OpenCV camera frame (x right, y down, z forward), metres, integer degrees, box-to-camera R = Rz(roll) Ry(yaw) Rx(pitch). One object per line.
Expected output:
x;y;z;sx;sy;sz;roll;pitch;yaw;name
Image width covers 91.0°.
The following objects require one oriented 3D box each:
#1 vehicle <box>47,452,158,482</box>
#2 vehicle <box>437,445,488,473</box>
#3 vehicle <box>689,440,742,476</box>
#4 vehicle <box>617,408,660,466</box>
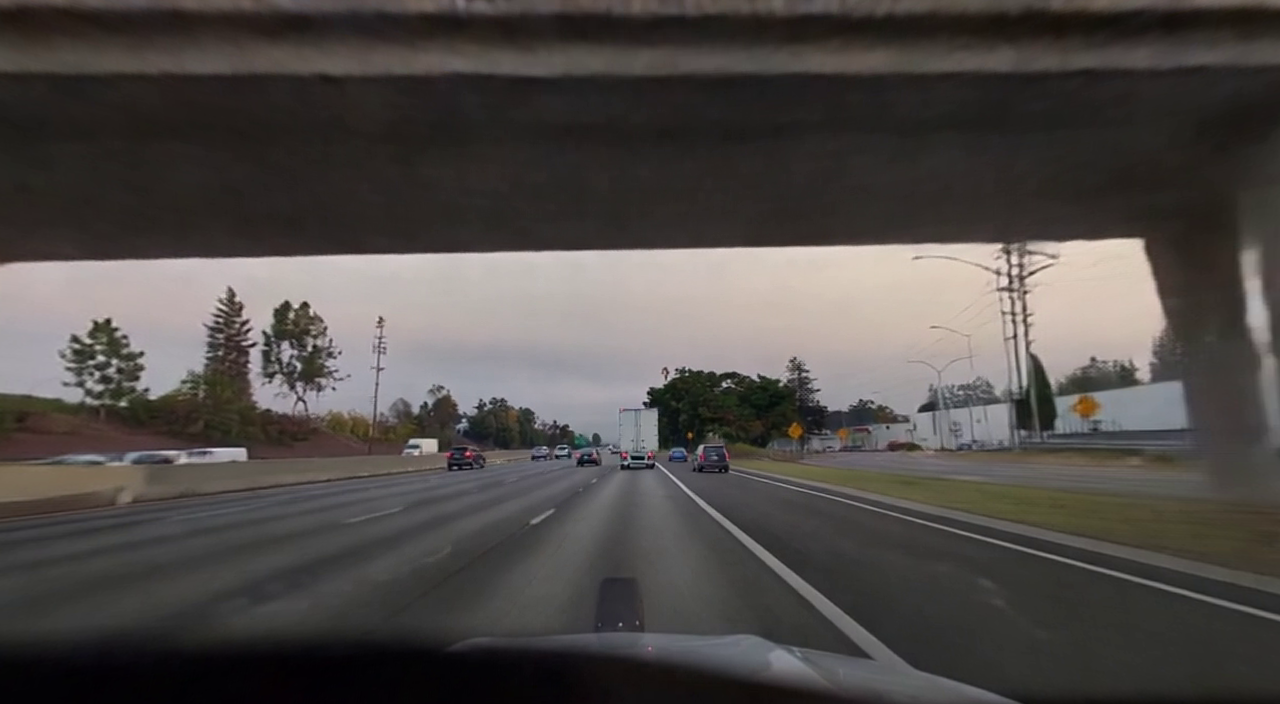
-31.562;6.744;37.214;2.157;1.636;4.866;0;-9;1;vehicle
-11.174;6.753;39.894;1.966;1.627;4.258;0;-9;1;vehicle
3.752;5.366;32.039;2.107;1.707;4.445;0;-9;0;vehicle
0.069;6.667;48.749;3.012;3.928;10.262;0;-9;2;vehicle
